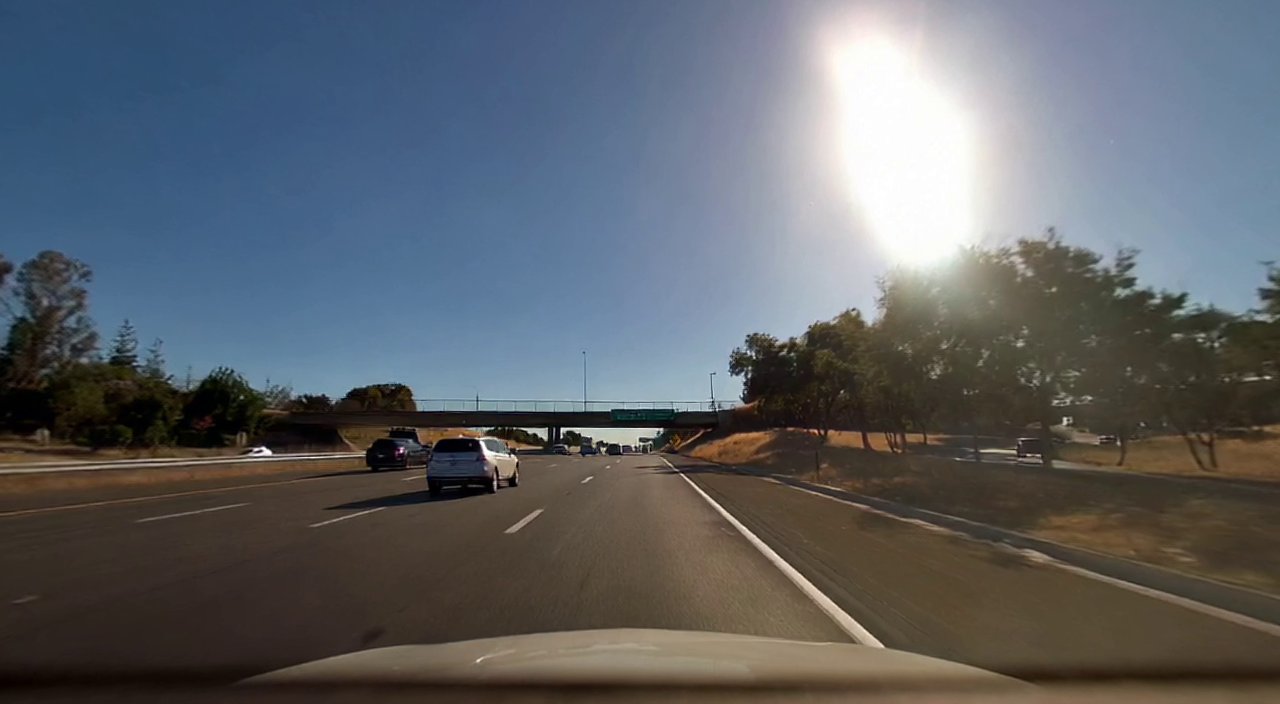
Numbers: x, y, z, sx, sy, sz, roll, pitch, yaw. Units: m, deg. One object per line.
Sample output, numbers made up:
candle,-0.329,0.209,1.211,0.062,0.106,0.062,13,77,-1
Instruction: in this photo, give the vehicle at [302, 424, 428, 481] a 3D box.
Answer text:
vehicle,-10.761,4.004,25.230,2.339,1.983,5.671,0,-8,2

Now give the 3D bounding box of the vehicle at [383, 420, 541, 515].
vehicle,-3.587,2.427,13.637,2.048,1.705,4.384,0,-8,1
